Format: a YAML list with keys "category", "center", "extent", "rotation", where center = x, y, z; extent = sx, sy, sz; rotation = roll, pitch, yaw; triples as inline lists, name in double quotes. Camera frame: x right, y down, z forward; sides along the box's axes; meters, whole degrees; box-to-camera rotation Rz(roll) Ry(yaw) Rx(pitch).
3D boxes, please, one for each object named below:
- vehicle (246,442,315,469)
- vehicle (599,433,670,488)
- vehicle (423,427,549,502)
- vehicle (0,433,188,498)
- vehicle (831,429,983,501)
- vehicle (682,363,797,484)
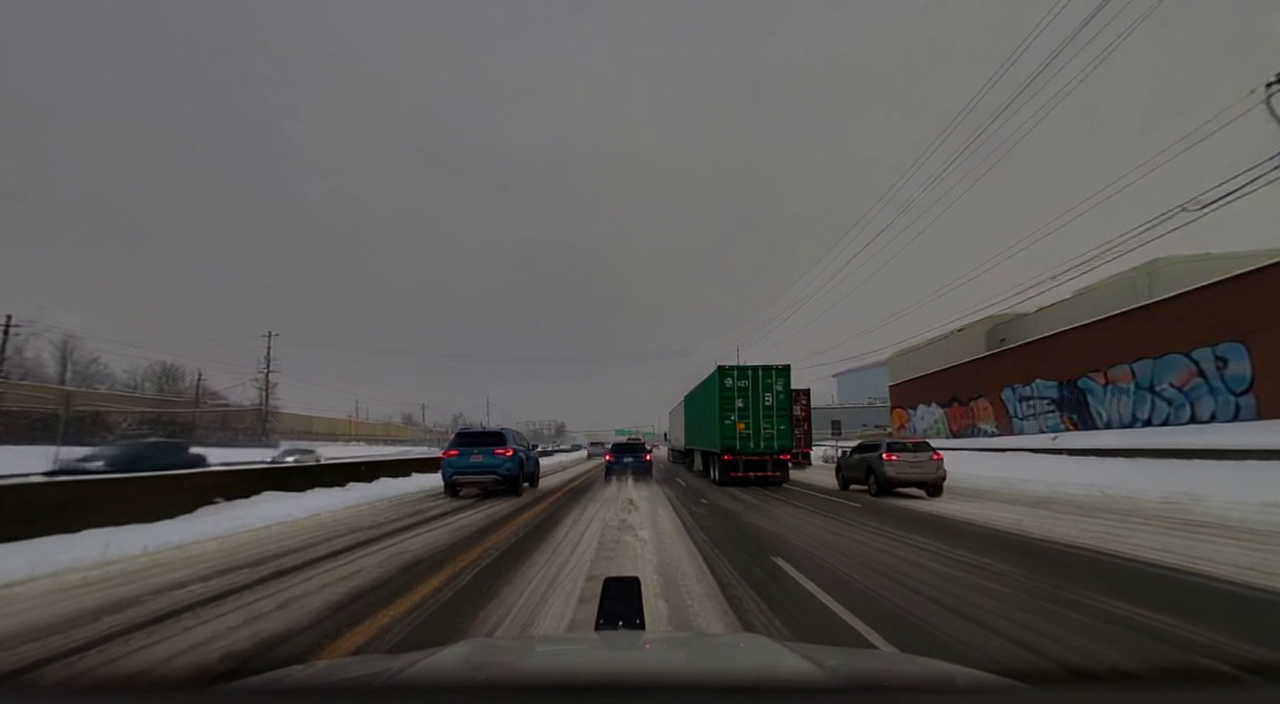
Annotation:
- category: "vehicle"
  center: [-23.738, 6.838, 41.917]
  extent: [2.015, 1.698, 4.521]
  rotation: [0, -9, -3]
- category: "vehicle"
  center: [-0.197, 3.680, 21.655]
  extent: [2.191, 1.685, 4.015]
  rotation: [0, -9, -1]
- category: "vehicle"
  center: [-4.085, 3.090, 17.700]
  extent: [2.264, 1.804, 4.584]
  rotation: [0, -9, 1]
- category: "vehicle"
  center: [-15.583, 3.213, 18.234]
  extent: [1.896, 1.627, 4.434]
  rotation: [0, -9, -2]
- category: "vehicle"
  center: [7.203, 3.097, 17.706]
  extent: [2.202, 1.731, 4.628]
  rotation: [0, -9, 0]
- category: "vehicle"
  center: [3.728, 3.367, 27.687]
  extent: [2.800, 4.039, 13.179]
  rotation: [0, -9, -1]
